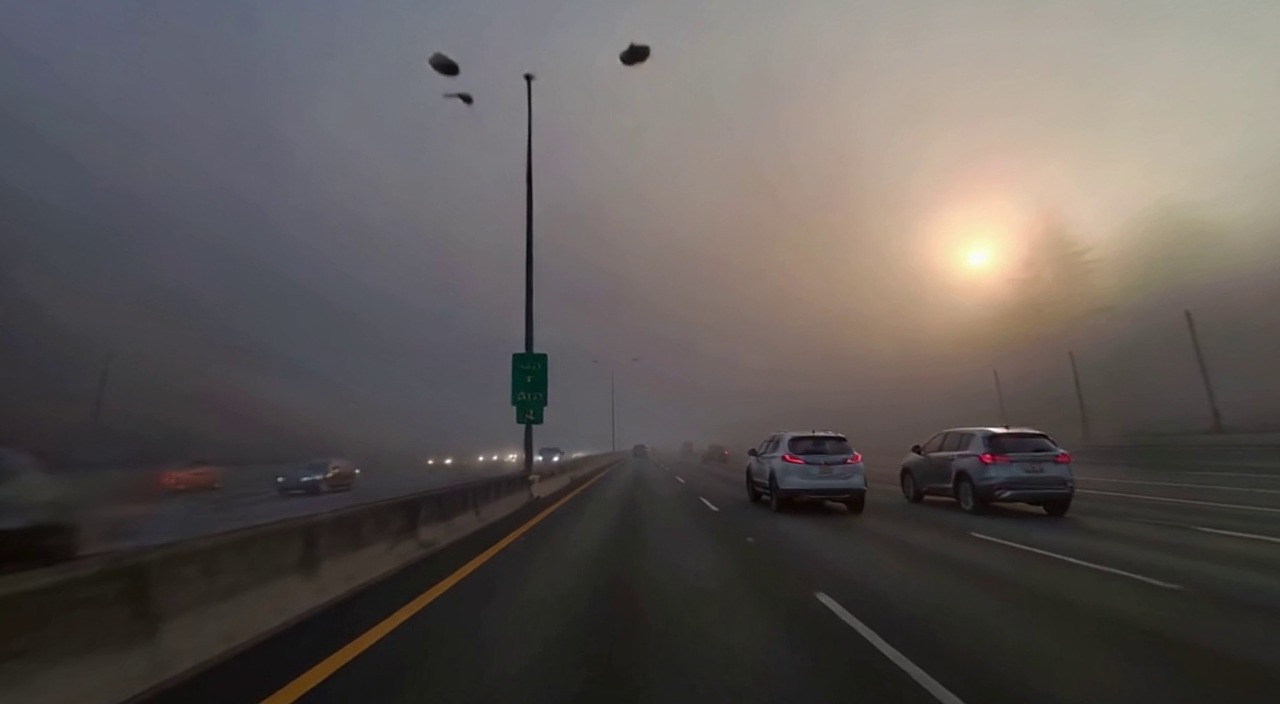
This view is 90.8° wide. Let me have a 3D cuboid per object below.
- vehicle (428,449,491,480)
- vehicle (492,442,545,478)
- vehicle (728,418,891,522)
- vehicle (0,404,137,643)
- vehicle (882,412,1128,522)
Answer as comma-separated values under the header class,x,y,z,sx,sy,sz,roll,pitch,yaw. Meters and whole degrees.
class,x,y,z,sx,sy,sz,roll,pitch,yaw
vehicle,-9.319,5.846,32.992,1.950,1.464,4.309,0,-9,1
vehicle,-5.794,5.174,30.604,1.827,1.619,3.866,0,-9,-1
vehicle,3.135,2.298,12.738,2.059,1.711,4.302,0,-9,0
vehicle,-5.522,1.015,3.200,2.184,1.638,4.522,0,-9,0
vehicle,7.006,2.282,12.998,2.040,1.801,4.959,0,-9,0
